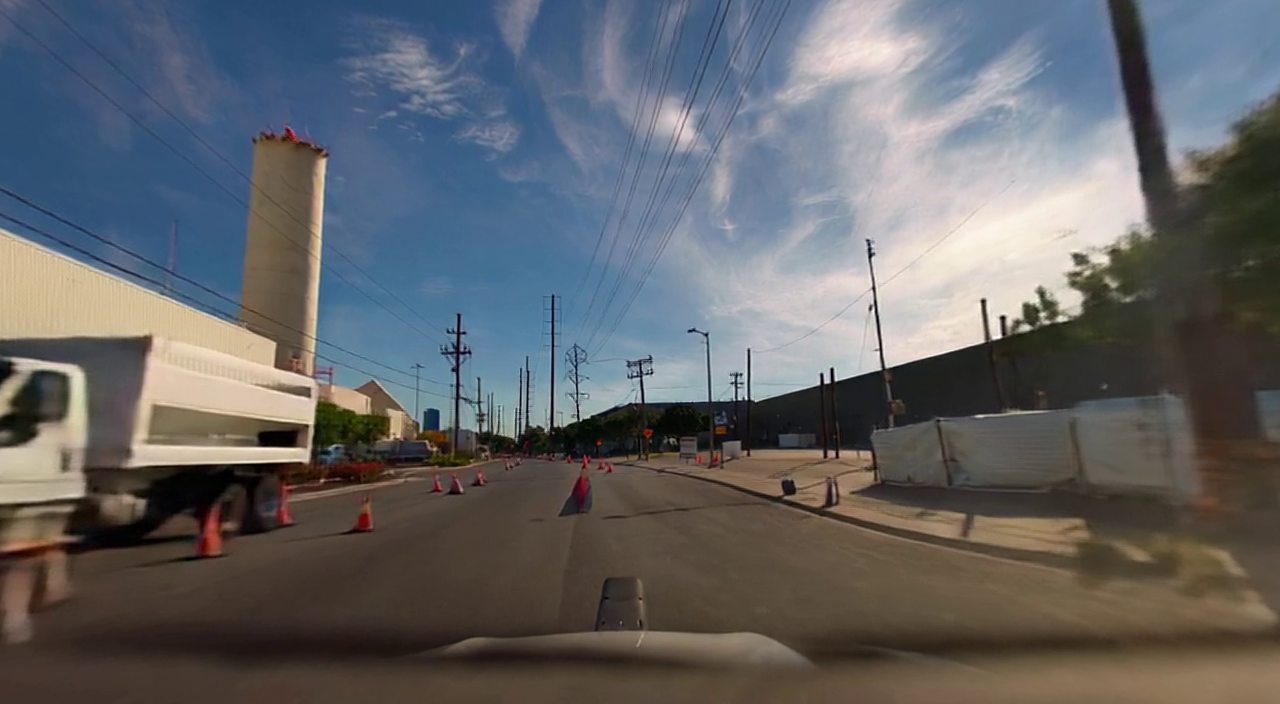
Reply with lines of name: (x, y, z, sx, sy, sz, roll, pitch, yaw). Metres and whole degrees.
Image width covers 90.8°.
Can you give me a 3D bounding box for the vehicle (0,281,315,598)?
vehicle: (-8.144, 1.370, 9.167, 2.991, 3.173, 7.929, -1, -9, -3)
